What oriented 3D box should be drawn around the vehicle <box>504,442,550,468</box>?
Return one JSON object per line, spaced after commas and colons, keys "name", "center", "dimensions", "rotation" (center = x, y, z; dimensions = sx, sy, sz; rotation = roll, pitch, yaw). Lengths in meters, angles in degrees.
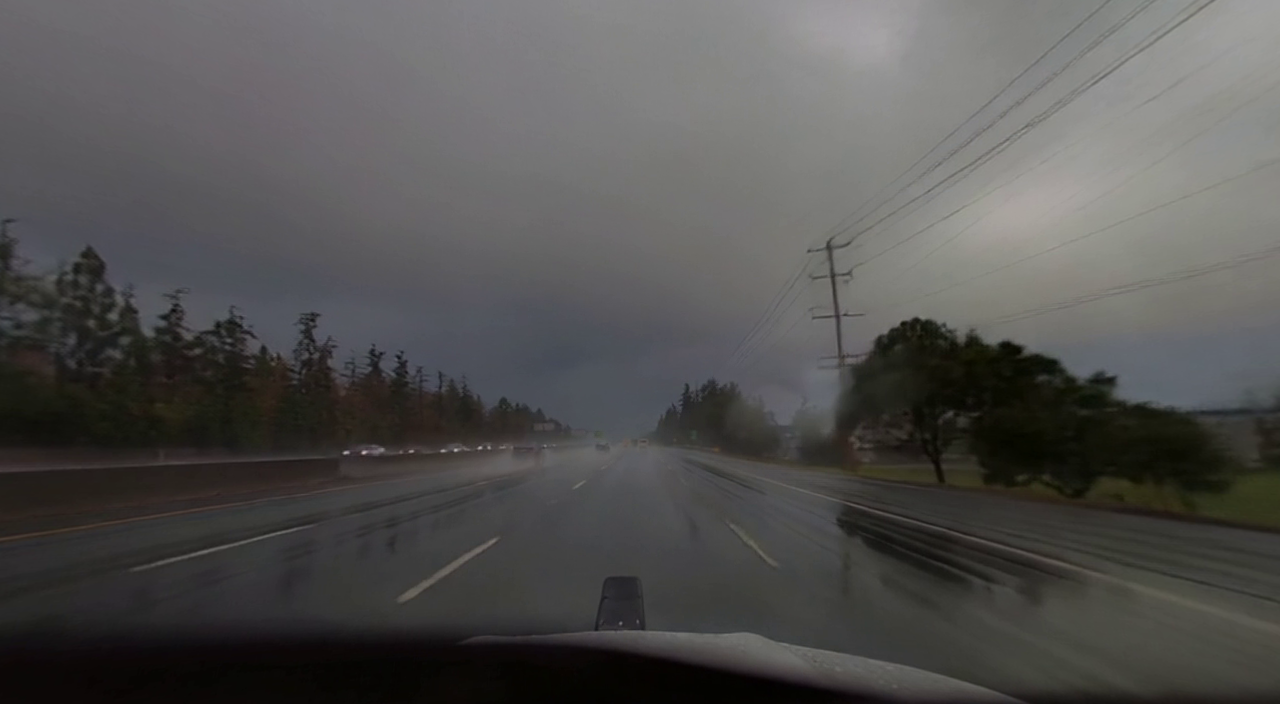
{"name": "vehicle", "center": [-7.260, 6.678, 40.915], "dimensions": [2.034, 1.563, 4.476], "rotation": [0, -9, 1]}
